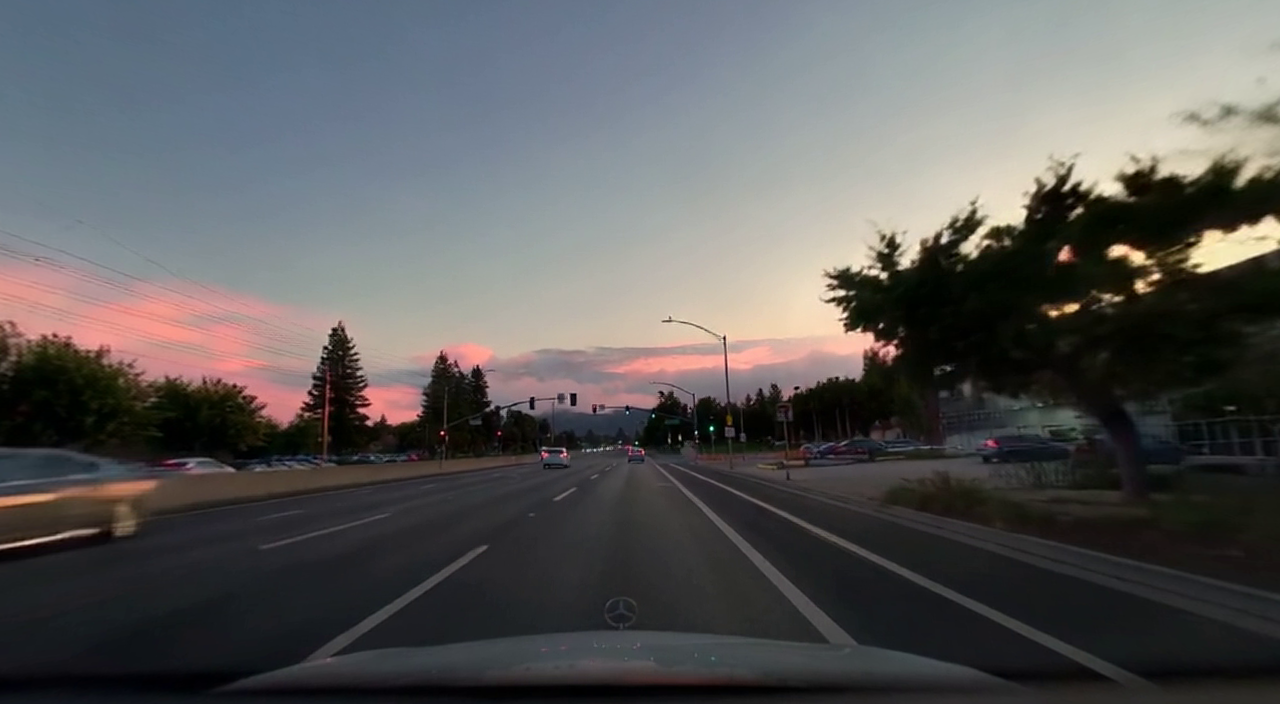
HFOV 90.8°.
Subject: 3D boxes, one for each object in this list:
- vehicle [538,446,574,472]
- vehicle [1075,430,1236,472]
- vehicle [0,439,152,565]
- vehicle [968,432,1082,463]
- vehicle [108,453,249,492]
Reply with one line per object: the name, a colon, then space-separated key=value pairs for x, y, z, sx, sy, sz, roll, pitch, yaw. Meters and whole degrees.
vehicle: x=-4.900 y=6.288 z=37.290 sx=1.928 sy=1.451 sz=4.219 roll=0 pitch=-9 yaw=-5
vehicle: x=19.701 y=3.796 z=24.289 sx=4.505 sy=1.481 sz=1.870 roll=0 pitch=-9 yaw=0
vehicle: x=-9.912 y=2.167 z=9.240 sx=1.971 sy=1.744 sz=4.399 roll=-1 pitch=-9 yaw=1
vehicle: x=19.122 y=4.767 z=31.530 sx=4.481 sy=1.482 sz=1.814 roll=0 pitch=-9 yaw=-2
vehicle: x=-25.172 y=6.546 z=34.636 sx=5.763 sy=1.982 sz=2.425 roll=-1 pitch=-9 yaw=1
